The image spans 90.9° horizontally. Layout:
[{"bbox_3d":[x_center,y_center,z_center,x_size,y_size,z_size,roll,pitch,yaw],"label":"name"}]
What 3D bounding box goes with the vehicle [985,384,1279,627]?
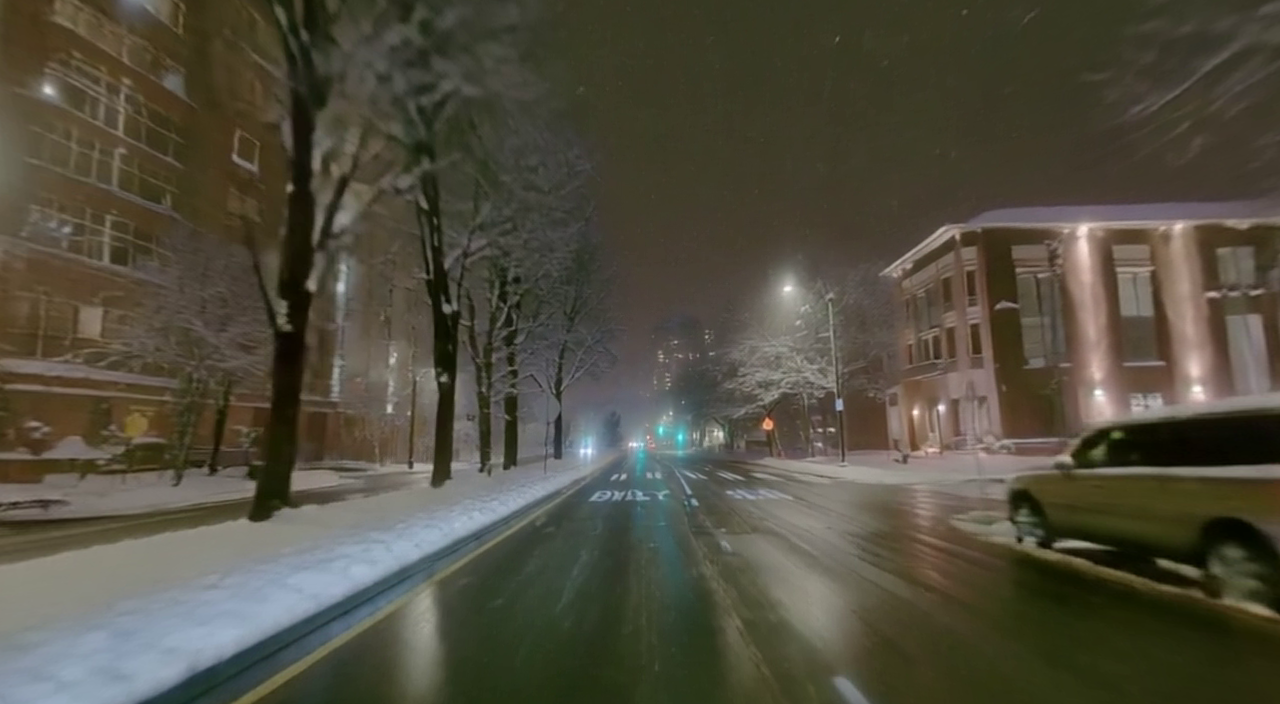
[{"bbox_3d":[6.063,1.447,6.653,2.045,1.890,4.876,0,-8,0],"label":"vehicle"}]
